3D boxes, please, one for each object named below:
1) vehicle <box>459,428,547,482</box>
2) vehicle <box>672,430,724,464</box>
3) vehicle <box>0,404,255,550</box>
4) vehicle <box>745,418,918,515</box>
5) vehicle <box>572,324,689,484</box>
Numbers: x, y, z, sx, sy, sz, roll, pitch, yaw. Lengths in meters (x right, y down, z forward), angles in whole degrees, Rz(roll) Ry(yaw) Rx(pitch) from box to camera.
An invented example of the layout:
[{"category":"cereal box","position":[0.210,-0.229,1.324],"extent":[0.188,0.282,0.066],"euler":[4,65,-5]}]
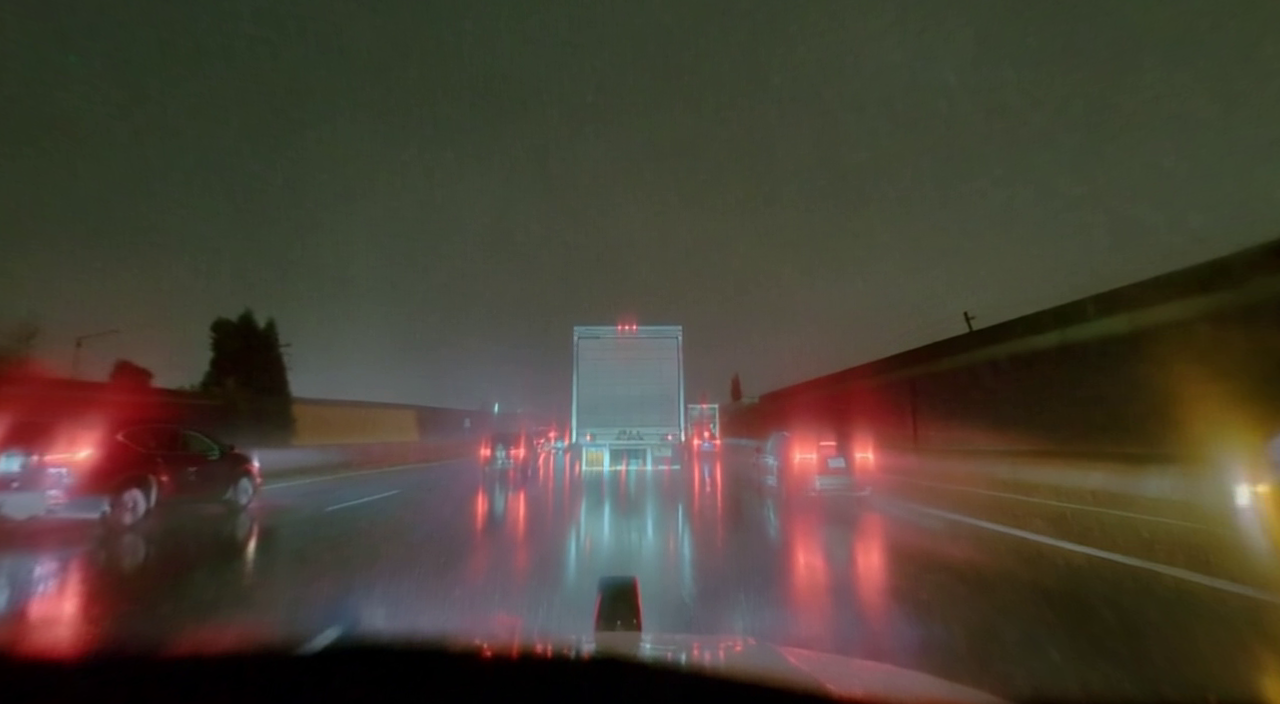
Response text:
[{"category":"vehicle","position":[-4.122,3.141,19.478],"extent":[1.882,1.493,3.828],"euler":[0,-8,0]},{"category":"vehicle","position":[2.695,4.532,30.176],"extent":[1.976,1.513,4.065],"euler":[0,-8,-2]},{"category":"vehicle","position":[-7.933,1.704,9.259],"extent":[1.944,1.653,4.097],"euler":[0,-8,-1]},{"category":"vehicle","position":[3.414,2.109,12.141],"extent":[1.945,1.529,4.129],"euler":[0,-8,-1]},{"category":"vehicle","position":[-0.411,1.950,20.912],"extent":[2.938,4.033,9.980],"euler":[0,-8,-2]}]
